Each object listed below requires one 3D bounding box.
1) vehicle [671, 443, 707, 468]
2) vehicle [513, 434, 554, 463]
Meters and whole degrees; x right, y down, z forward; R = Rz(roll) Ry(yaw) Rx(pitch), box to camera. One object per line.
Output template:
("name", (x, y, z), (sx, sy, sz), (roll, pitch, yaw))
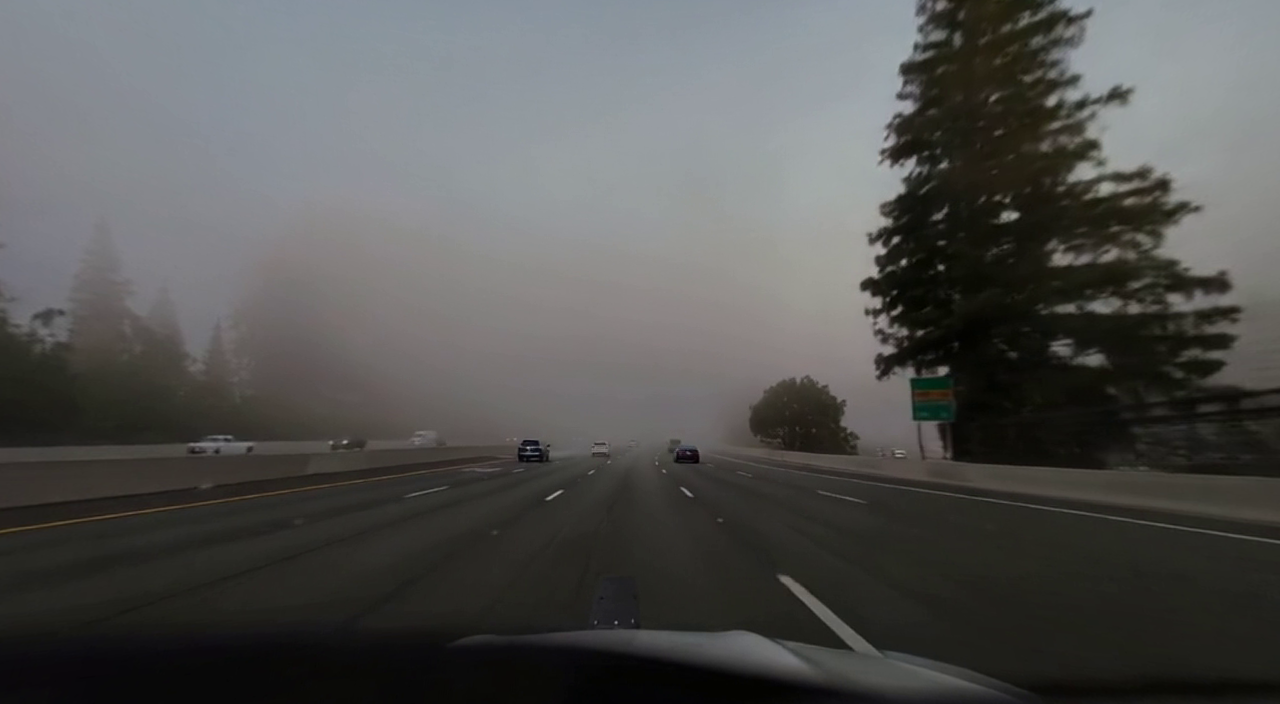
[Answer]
("vehicle", (3.034, 6.491, 39.942), (1.967, 1.475, 4.080), (0, -8, 0))
("vehicle", (-7.232, 6.612, 43.398), (2.009, 1.850, 4.338), (0, -8, 0))
